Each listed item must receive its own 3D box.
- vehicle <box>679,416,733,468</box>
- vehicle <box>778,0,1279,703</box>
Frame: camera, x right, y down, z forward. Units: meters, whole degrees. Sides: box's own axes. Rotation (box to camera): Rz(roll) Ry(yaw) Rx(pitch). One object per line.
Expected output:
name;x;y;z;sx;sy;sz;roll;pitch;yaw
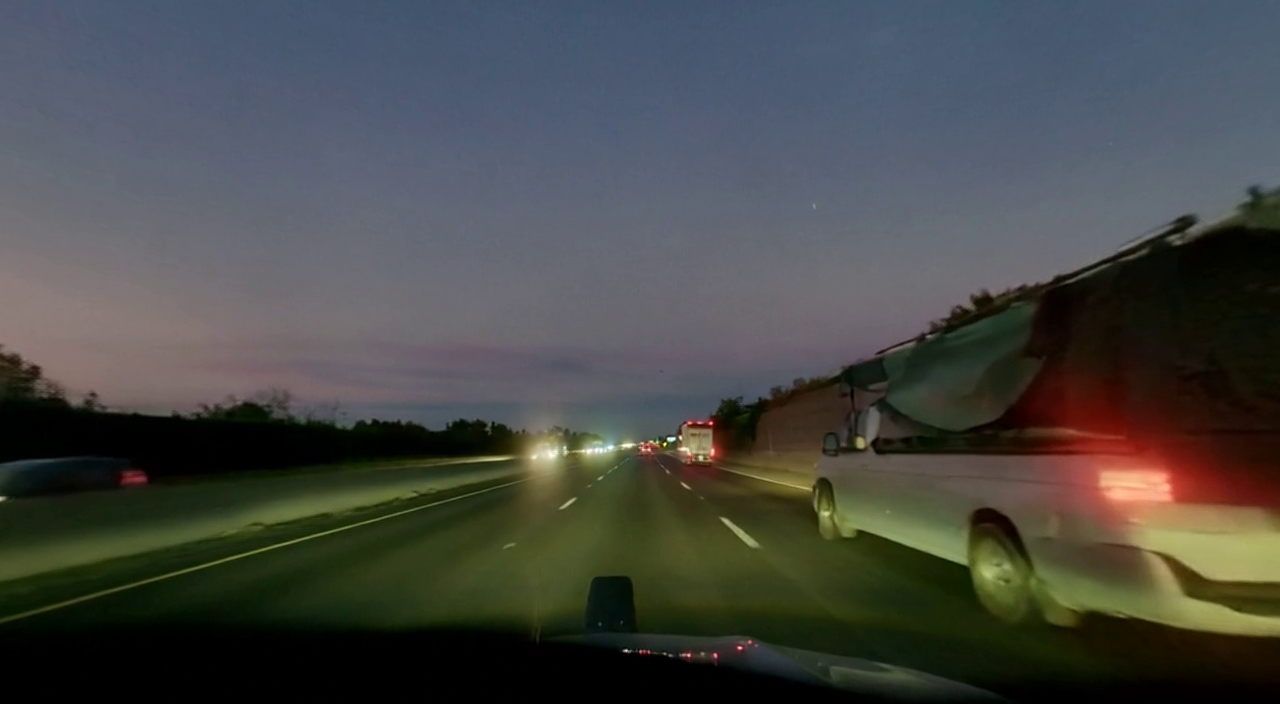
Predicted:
vehicle;4.500;6.425;44.743;2.771;3.313;8.121;0;-9;-1
vehicle;4.410;0.552;7.410;3.032;3.785;10.333;0;-9;-1
